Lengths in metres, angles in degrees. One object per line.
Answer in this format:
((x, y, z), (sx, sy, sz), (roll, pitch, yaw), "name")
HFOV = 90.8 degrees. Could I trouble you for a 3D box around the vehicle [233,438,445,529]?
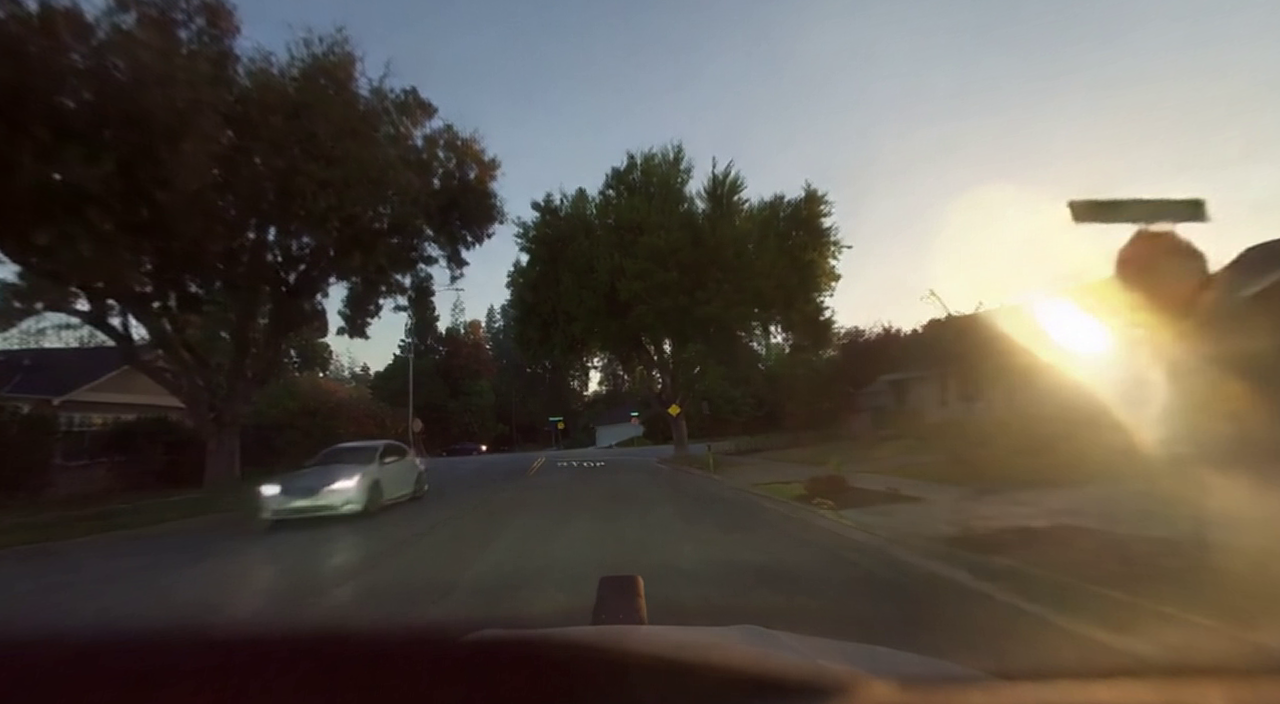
((-5.850, 2.574, 13.184), (2.146, 1.506, 4.885), (0, -8, -2), "vehicle")
